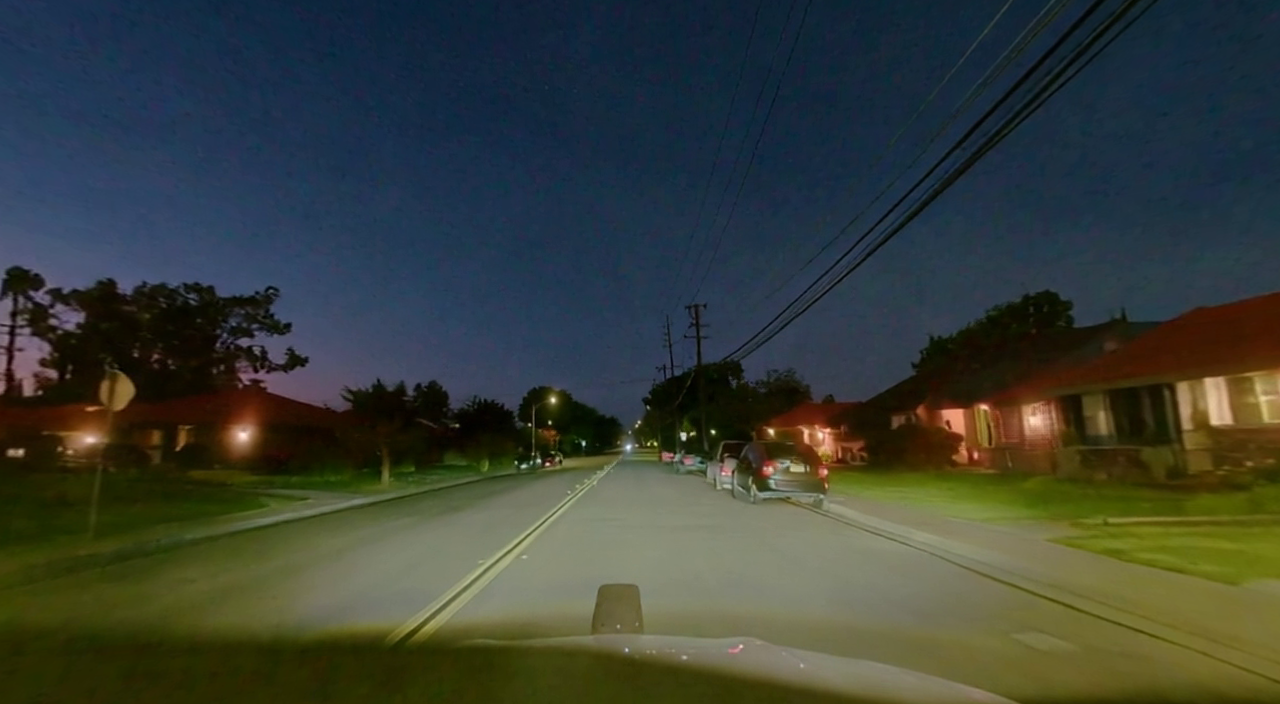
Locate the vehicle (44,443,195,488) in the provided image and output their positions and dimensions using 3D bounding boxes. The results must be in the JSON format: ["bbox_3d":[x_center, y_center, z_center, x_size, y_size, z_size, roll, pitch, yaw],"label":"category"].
[{"bbox_3d":[-22.253,4.827,27.380,2.139,1.746,5.099,0,-8,1],"label":"vehicle"}]

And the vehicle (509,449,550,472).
[{"bbox_3d":[-7.604,7.529,44.077,1.956,1.515,4.607,0,-8,1],"label":"vehicle"}]

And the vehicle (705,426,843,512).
[{"bbox_3d":[3.231,2.946,16.531,2.114,1.858,5.144,0,-8,-4],"label":"vehicle"}]
